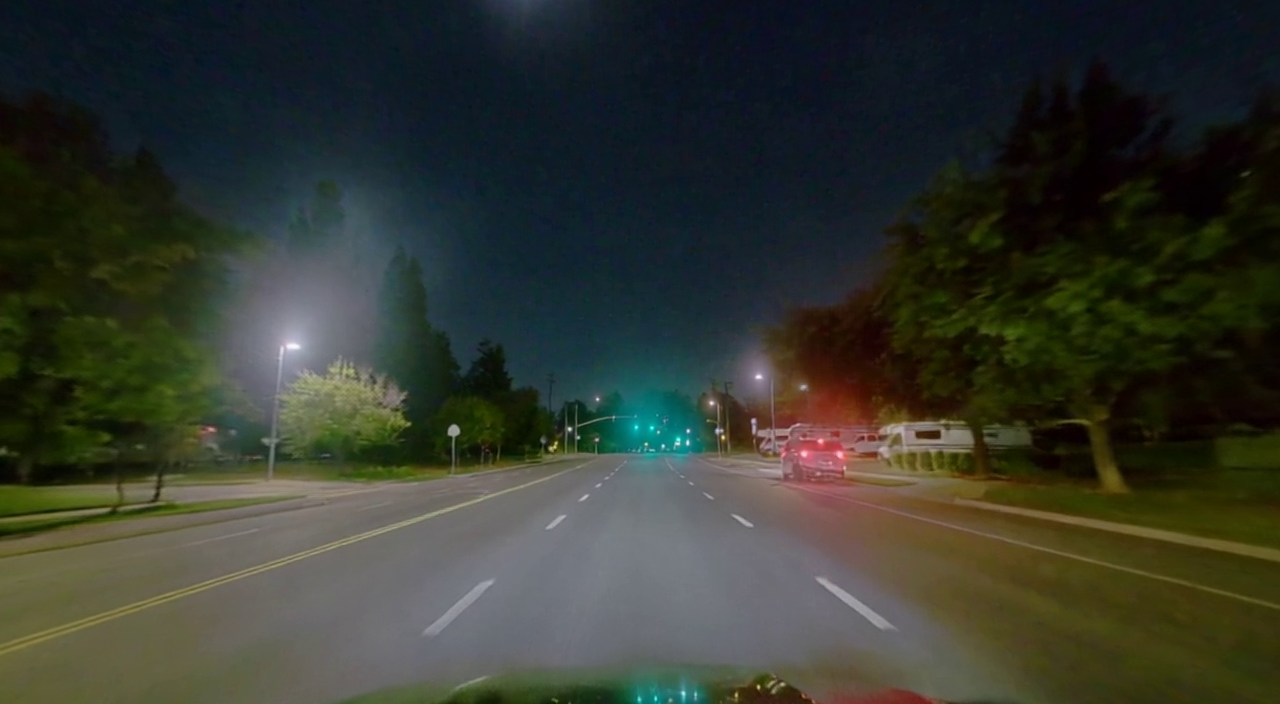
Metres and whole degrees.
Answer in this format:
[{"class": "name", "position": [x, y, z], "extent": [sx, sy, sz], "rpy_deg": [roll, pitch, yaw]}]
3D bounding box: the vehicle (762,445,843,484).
[{"class": "vehicle", "position": [6.600, 4.597, 26.213], "extent": [1.993, 1.461, 4.269], "rpy_deg": [0, -9, -3]}]

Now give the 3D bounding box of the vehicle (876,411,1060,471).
[{"class": "vehicle", "position": [17.449, 4.807, 34.102], "extent": [8.016, 2.965, 3.192], "rpy_deg": [-1, -8, 1]}]
